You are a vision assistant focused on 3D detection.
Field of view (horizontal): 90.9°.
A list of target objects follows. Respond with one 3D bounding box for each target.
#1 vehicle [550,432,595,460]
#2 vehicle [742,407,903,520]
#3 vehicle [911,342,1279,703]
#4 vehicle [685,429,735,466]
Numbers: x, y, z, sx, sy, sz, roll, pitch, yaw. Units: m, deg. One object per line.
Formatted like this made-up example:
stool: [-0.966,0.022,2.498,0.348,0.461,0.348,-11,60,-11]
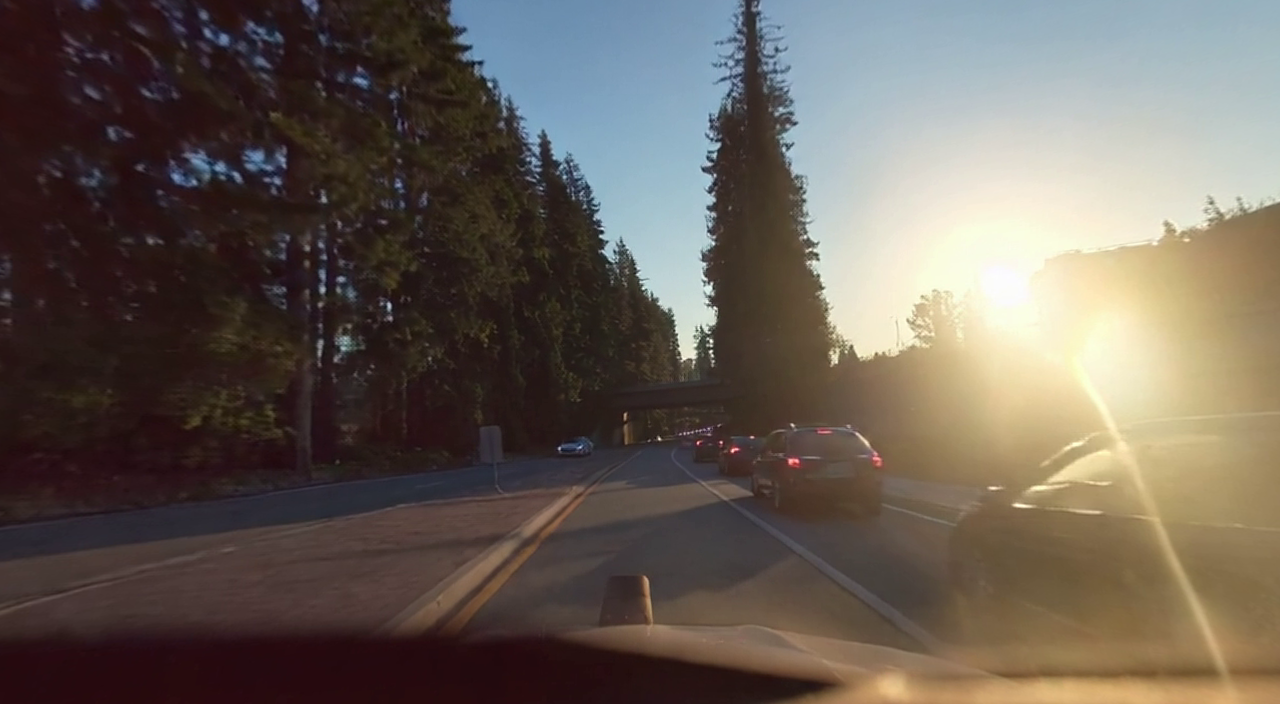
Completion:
vehicle: [-4.769,6.730,45.273,2.089,1.860,4.704,-2,-8,8]
vehicle: [3.476,2.220,13.032,1.985,1.895,4.496,-1,-8,0]
vehicle: [3.535,0.962,3.614,1.972,1.682,4.397,-1,-8,0]
vehicle: [3.900,5.424,36.008,2.273,1.944,4.866,-1,-8,0]
